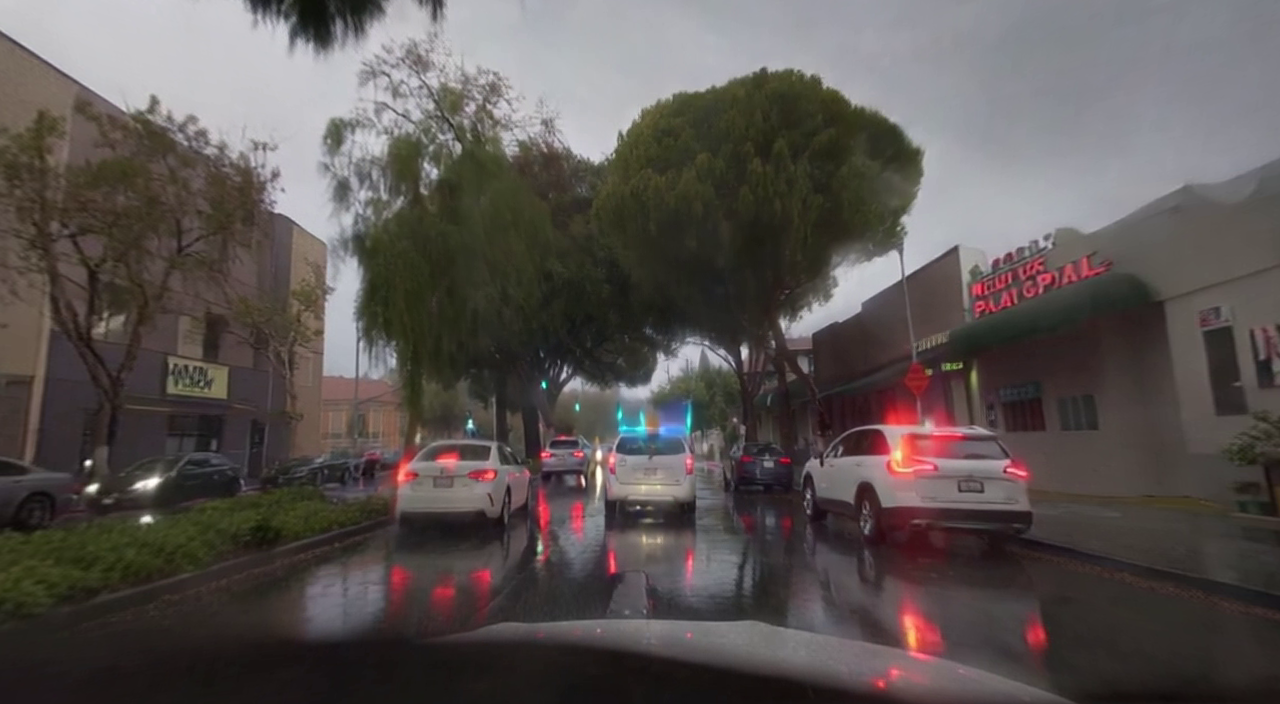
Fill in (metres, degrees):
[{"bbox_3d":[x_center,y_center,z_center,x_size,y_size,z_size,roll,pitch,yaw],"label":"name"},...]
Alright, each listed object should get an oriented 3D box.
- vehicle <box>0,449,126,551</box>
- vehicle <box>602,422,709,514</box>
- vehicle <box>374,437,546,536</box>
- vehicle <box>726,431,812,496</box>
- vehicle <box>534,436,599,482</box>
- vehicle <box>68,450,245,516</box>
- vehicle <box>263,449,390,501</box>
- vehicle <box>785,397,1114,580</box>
[{"bbox_3d":[-10.640,2.236,9.373,2.041,1.500,4.684,-2,-8,0],"label":"vehicle"},{"bbox_3d":[0.305,2.572,14.353,2.075,1.770,4.018,0,-8,0],"label":"vehicle"},{"bbox_3d":[-3.046,2.359,11.712,1.908,1.474,4.257,0,-8,0],"label":"vehicle"},{"bbox_3d":[4.058,3.570,20.535,2.025,1.813,4.372,1,-8,2],"label":"vehicle"},{"bbox_3d":[-3.055,4.554,27.150,2.135,1.806,4.514,0,-8,1],"label":"vehicle"},{"bbox_3d":[-14.437,3.886,19.219,2.056,1.619,4.270,-3,-8,-1],"label":"vehicle"},{"bbox_3d":[-10.832,4.229,22.231,2.158,1.494,4.480,-3,-9,1],"label":"vehicle"},{"bbox_3d":[4.017,1.899,9.730,2.038,1.865,5.786,3,-9,-1],"label":"vehicle"}]
